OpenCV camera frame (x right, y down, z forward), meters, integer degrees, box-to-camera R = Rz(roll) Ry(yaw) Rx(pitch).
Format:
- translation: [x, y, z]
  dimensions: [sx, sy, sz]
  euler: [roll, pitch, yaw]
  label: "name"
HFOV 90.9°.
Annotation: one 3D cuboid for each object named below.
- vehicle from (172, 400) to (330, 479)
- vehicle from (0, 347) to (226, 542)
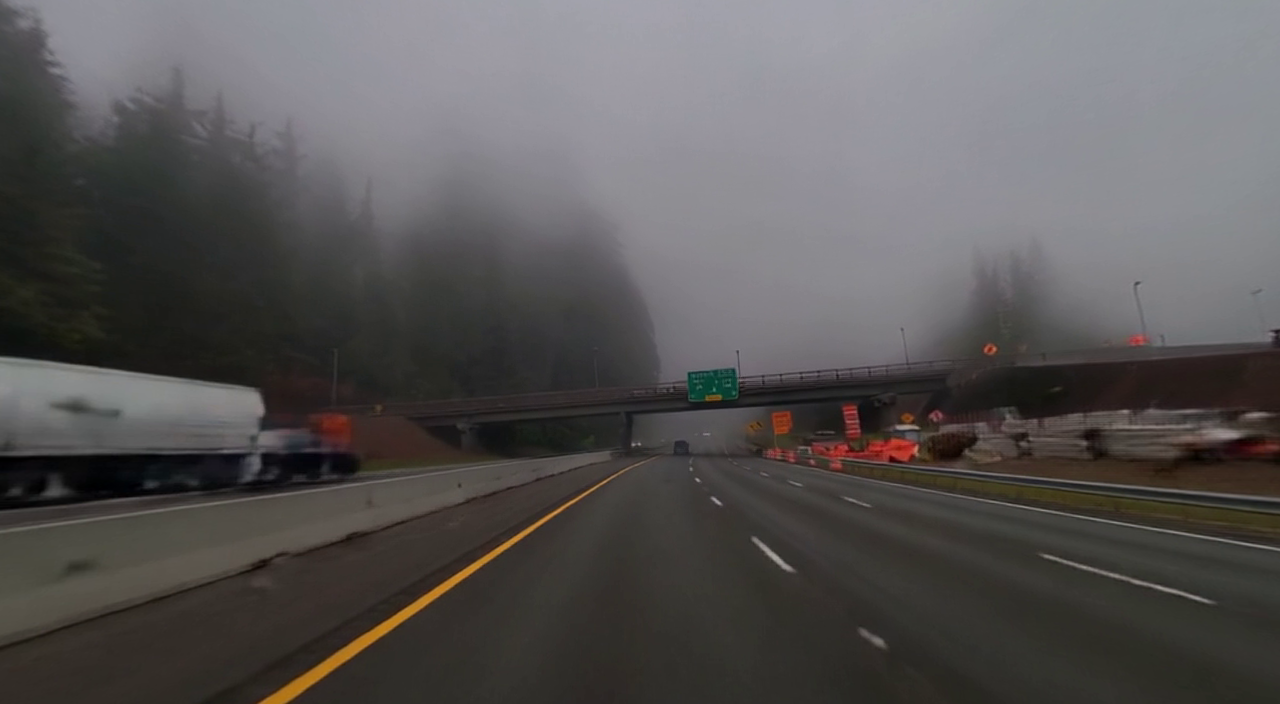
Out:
- translation: [-12.885, 2.969, 21.385]
  dimensions: [2.083, 2.374, 4.725]
  euler: [-1, -8, 3]
  label: "vehicle"
- translation: [-13.333, 1.910, 12.994]
  dimensions: [3.010, 3.577, 9.124]
  euler: [-1, -8, 3]
  label: "vehicle"
